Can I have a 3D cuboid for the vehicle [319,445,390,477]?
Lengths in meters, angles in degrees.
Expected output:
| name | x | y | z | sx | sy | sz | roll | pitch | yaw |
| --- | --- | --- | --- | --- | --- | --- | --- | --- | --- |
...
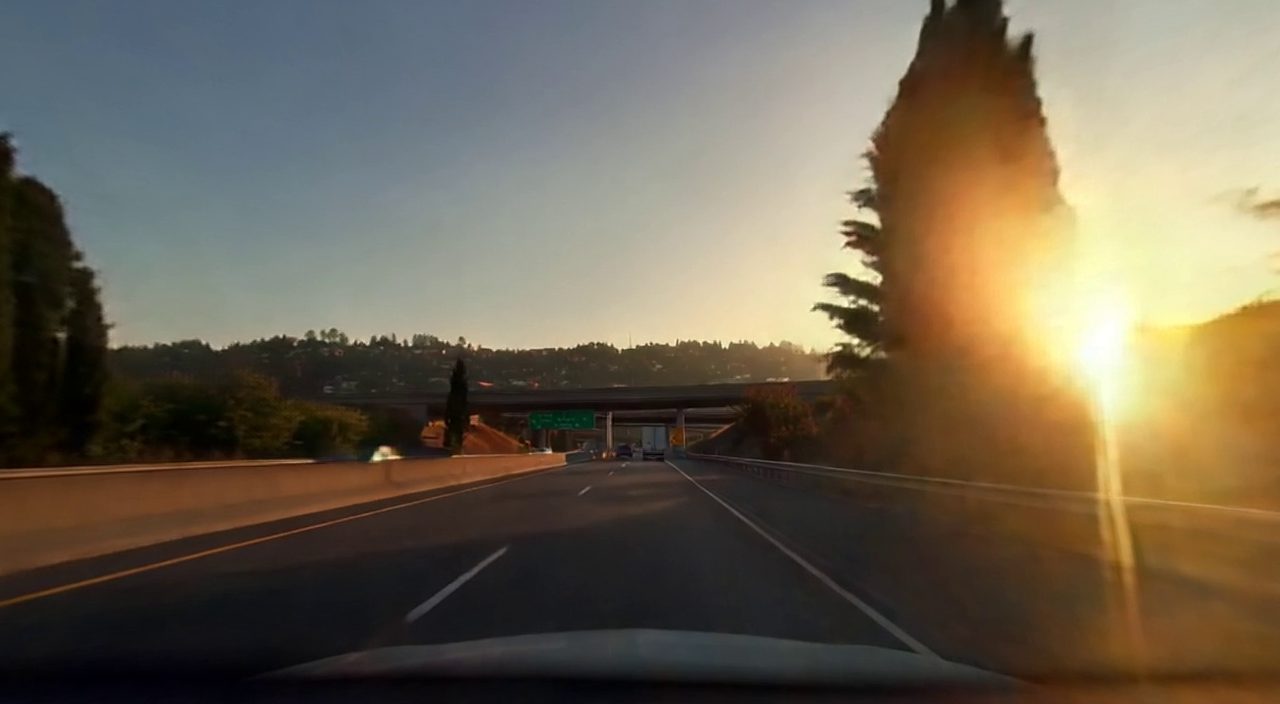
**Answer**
| name | x | y | z | sx | sy | sz | roll | pitch | yaw |
| --- | --- | --- | --- | --- | --- | --- | --- | --- | --- |
| vehicle | -15.810 | 6.048 | 35.152 | 1.884 | 1.631 | 4.263 | -1 | -9 | 1 |
